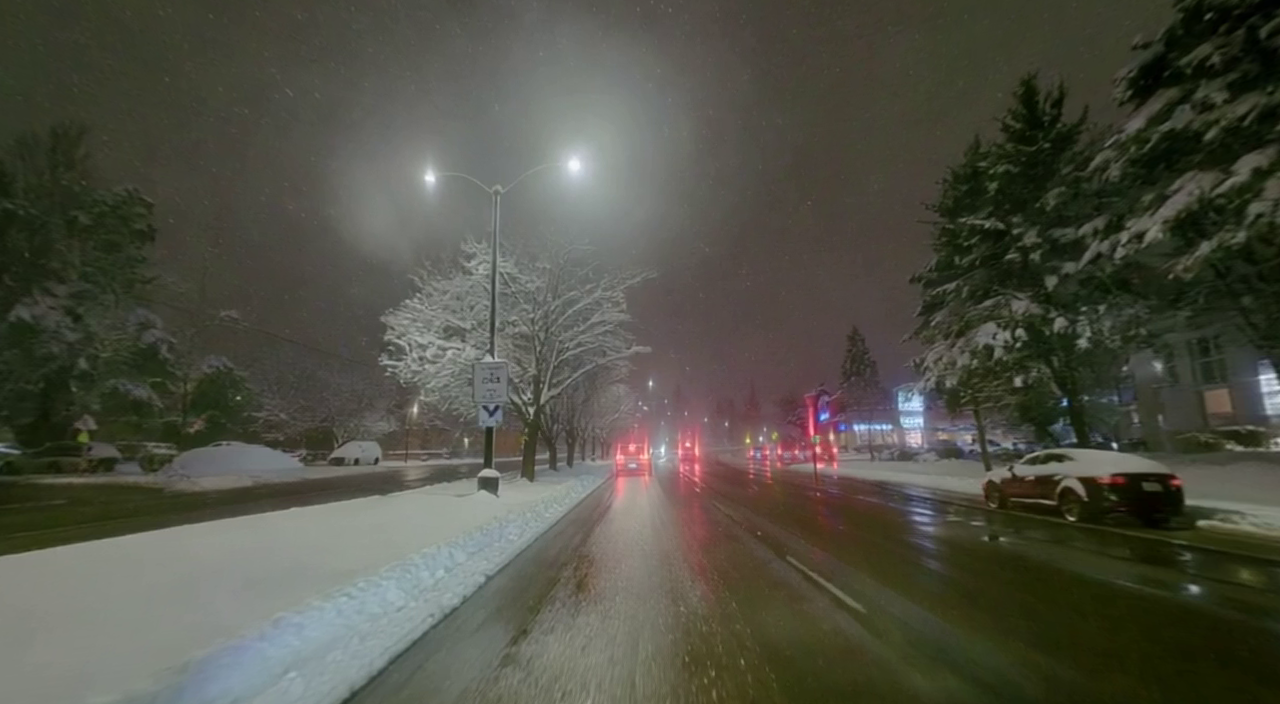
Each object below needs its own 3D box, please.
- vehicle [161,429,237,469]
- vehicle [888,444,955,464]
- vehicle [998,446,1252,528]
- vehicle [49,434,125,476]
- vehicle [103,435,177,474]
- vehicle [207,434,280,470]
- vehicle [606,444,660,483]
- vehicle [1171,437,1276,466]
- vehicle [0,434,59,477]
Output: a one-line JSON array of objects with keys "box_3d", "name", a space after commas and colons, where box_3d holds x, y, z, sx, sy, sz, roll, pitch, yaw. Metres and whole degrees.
[{"box_3d": [-31.910, 7.095, 45.641, 5.926, 2.638, 2.413, -8, -12, 35], "name": "vehicle"}, {"box_3d": [21.481, 7.813, 48.394, 4.197, 1.505, 1.915, 0, -8, 1], "name": "vehicle"}, {"box_3d": [10.239, 2.830, 13.974, 1.930, 1.475, 4.648, 0, -8, 0], "name": "vehicle"}, {"box_3d": [-36.630, 6.763, 41.771, 6.393, 2.554, 2.474, -7, -10, 38], "name": "vehicle"}, {"box_3d": [-34.494, 7.012, 43.492, 6.029, 2.538, 2.343, -6, -11, 37], "name": "vehicle"}, {"box_3d": [-30.155, 7.655, 47.985, 5.689, 2.583, 2.285, -7, -12, 32], "name": "vehicle"}, {"box_3d": [-0.268, 4.615, 26.456, 2.095, 1.456, 3.873, 0, -8, 0], "name": "vehicle"}, {"box_3d": [34.473, 5.867, 37.411, 4.198, 1.653, 1.910, -1, -9, 2], "name": "vehicle"}, {"box_3d": [-39.335, 6.593, 40.484, 5.700, 2.520, 2.423, -8, -10, 43], "name": "vehicle"}]
